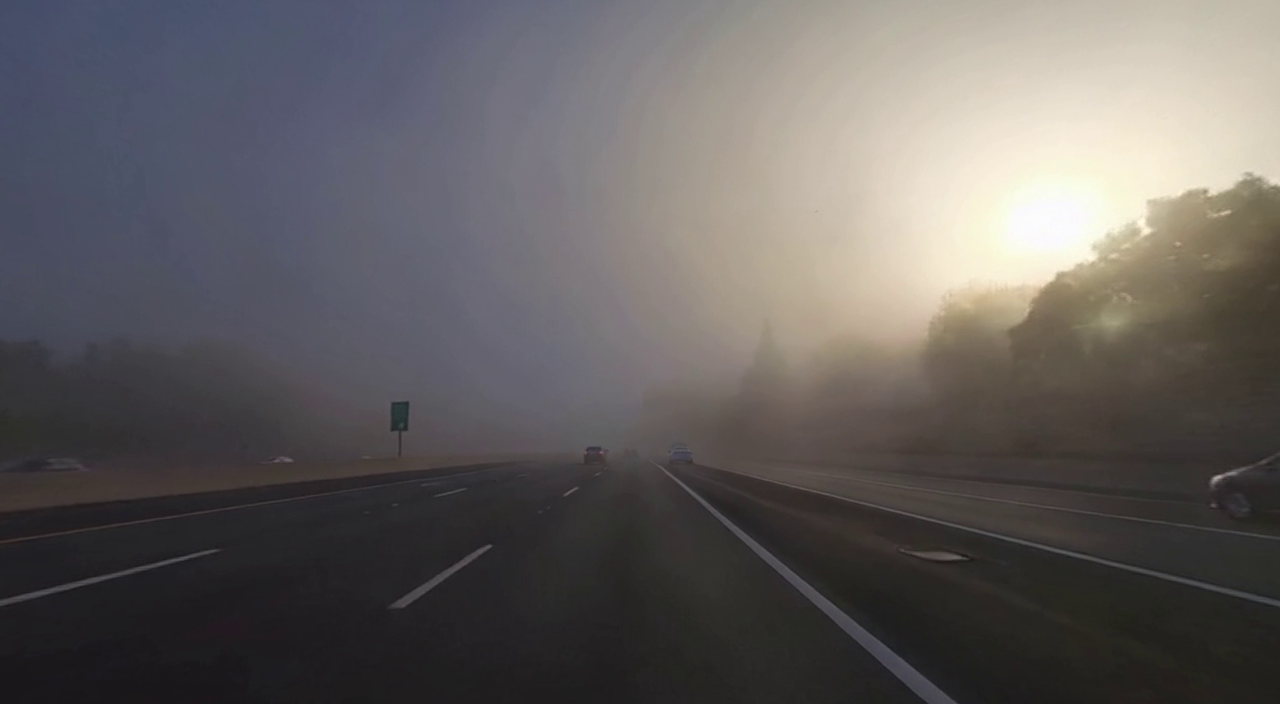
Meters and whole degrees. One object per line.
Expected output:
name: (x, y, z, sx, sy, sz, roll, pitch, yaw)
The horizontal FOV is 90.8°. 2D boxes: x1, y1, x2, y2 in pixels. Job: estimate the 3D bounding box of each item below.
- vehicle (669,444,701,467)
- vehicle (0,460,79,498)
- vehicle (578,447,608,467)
vehicle: (3.446, 8.037, 49.055, 2.130, 1.677, 4.317, 0, -9, -1)
vehicle: (-27.169, 5.420, 27.180, 1.898, 1.485, 4.492, 0, -9, 0)
vehicle: (-3.628, 8.271, 49.859, 2.052, 1.510, 4.301, 0, -9, 0)
